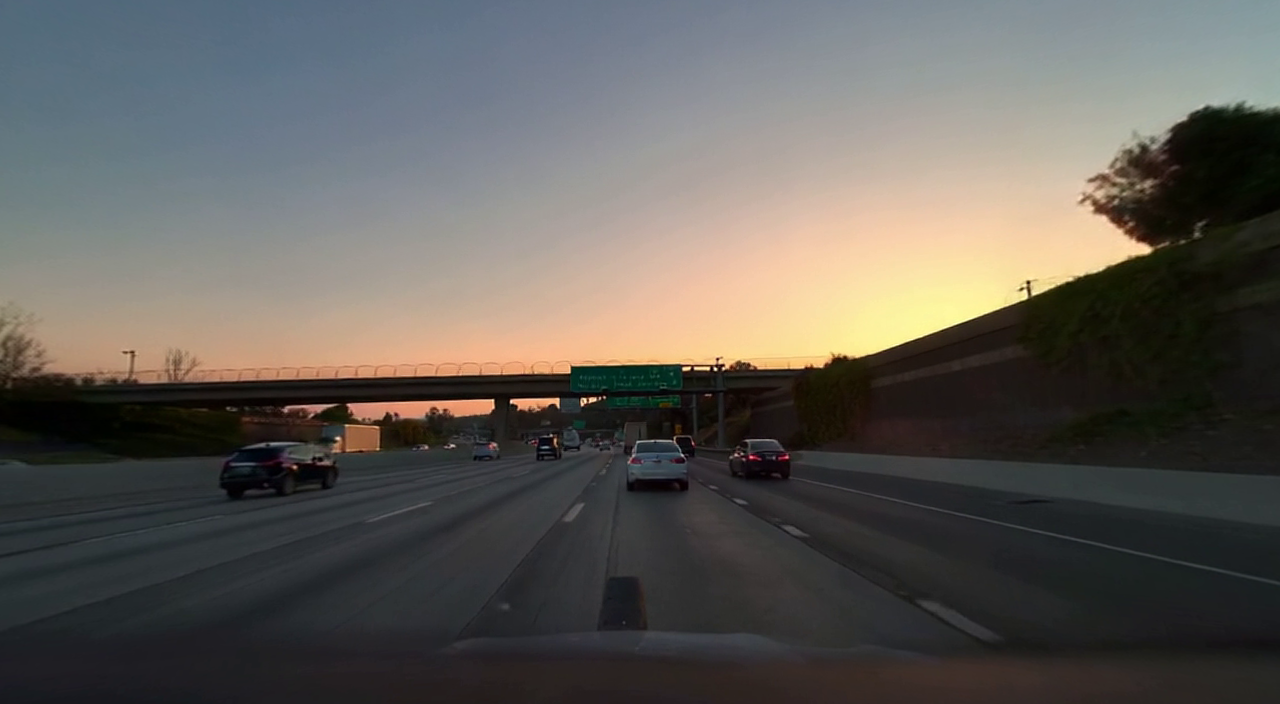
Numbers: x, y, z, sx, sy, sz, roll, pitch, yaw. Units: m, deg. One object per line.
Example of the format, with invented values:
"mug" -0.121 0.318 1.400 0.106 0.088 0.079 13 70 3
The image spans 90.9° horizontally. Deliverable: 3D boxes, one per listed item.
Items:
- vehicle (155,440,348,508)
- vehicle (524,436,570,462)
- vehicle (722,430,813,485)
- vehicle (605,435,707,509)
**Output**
"vehicle" -10.034 3.153 16.903 2.019 1.510 4.992 0 -8 0
"vehicle" -6.989 7.372 47.989 2.486 1.856 6.310 0 -8 0
"vehicle" 4.304 3.634 22.074 2.100 1.707 4.342 0 -8 -3
"vehicle" 0.251 2.724 14.779 2.042 1.446 4.269 0 -8 -2
